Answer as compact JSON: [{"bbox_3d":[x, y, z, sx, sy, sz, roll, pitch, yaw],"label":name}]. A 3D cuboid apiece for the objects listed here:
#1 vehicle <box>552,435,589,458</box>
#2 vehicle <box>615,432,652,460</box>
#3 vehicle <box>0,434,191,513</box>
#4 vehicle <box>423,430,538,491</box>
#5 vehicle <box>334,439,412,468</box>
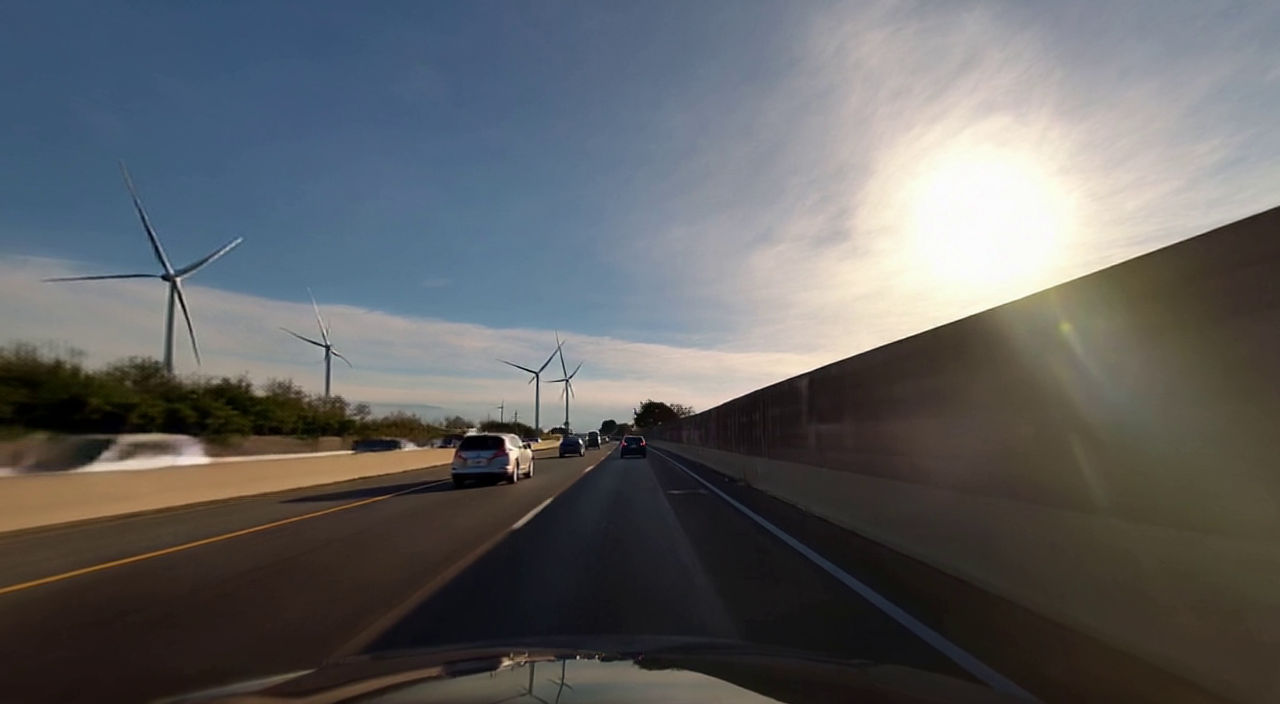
[{"bbox_3d":[-4.558,6.283,42.029,2.059,1.436,3.802,0,-8,-1],"label":"vehicle"},{"bbox_3d":[-0.392,5.437,36.519,2.027,1.550,3.607,0,-8,-1],"label":"vehicle"},{"bbox_3d":[-13.907,2.783,15.227,2.239,1.551,5.272,0,-8,-1],"label":"vehicle"},{"bbox_3d":[-4.270,2.969,17.744,1.998,1.468,4.635,0,-8,0],"label":"vehicle"},{"bbox_3d":[-14.335,5.475,34.210,2.097,1.420,5.005,0,-8,-1],"label":"vehicle"}]
